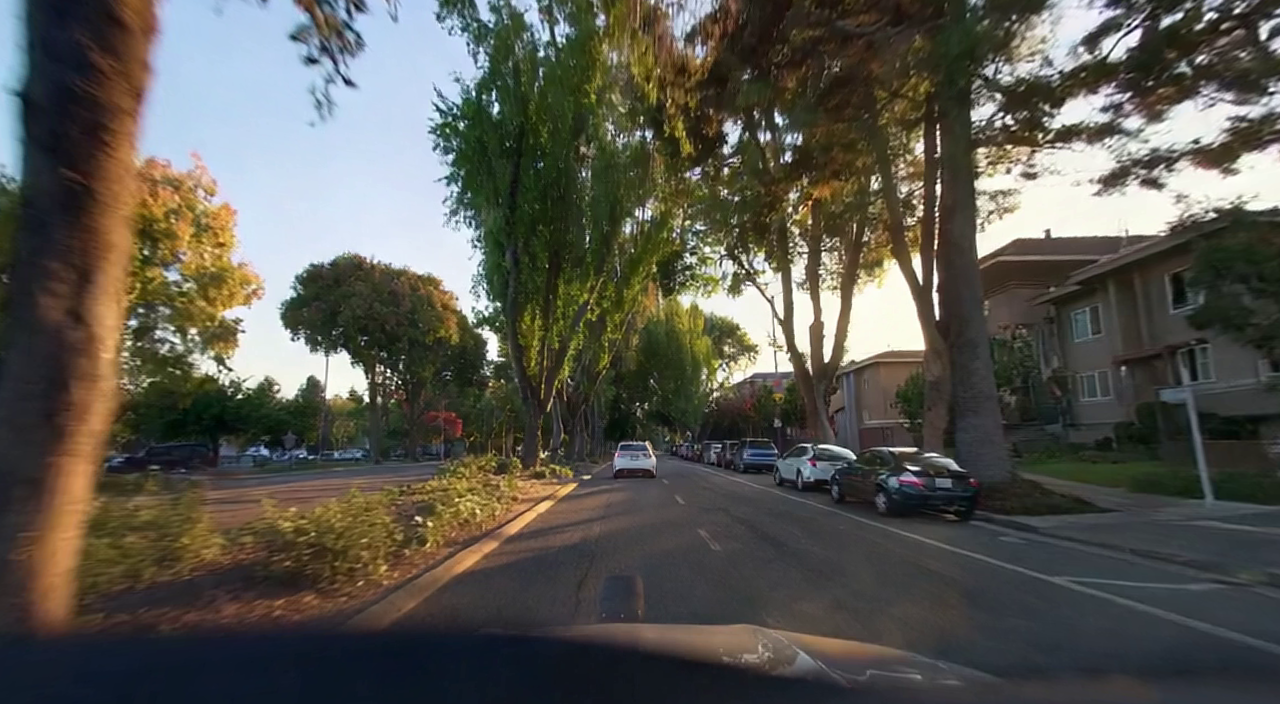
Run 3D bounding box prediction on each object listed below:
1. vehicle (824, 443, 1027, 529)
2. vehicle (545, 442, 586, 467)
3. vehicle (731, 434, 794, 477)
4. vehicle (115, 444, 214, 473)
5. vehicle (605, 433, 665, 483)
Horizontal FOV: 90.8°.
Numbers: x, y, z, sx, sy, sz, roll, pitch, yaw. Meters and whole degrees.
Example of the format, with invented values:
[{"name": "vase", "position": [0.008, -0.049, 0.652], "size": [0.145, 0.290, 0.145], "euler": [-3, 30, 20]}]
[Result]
[{"name": "vehicle", "position": [5.774, 2.737, 13.669], "size": [1.903, 1.491, 4.999], "euler": [0, -8, -2]}, {"name": "vehicle", "position": [-4.591, 6.394, 39.621], "size": [2.105, 1.474, 4.808], "euler": [0, -8, -1]}, {"name": "vehicle", "position": [5.811, 4.961, 30.543], "size": [2.139, 1.872, 4.585], "euler": [0, -8, 1]}, {"name": "vehicle", "position": [-34.527, 7.702, 45.954], "size": [5.329, 2.013, 2.242], "euler": [0, -8, 1]}, {"name": "vehicle", "position": [-0.208, 3.933, 23.789], "size": [2.070, 1.698, 3.925], "euler": [0, -8, -1]}]
